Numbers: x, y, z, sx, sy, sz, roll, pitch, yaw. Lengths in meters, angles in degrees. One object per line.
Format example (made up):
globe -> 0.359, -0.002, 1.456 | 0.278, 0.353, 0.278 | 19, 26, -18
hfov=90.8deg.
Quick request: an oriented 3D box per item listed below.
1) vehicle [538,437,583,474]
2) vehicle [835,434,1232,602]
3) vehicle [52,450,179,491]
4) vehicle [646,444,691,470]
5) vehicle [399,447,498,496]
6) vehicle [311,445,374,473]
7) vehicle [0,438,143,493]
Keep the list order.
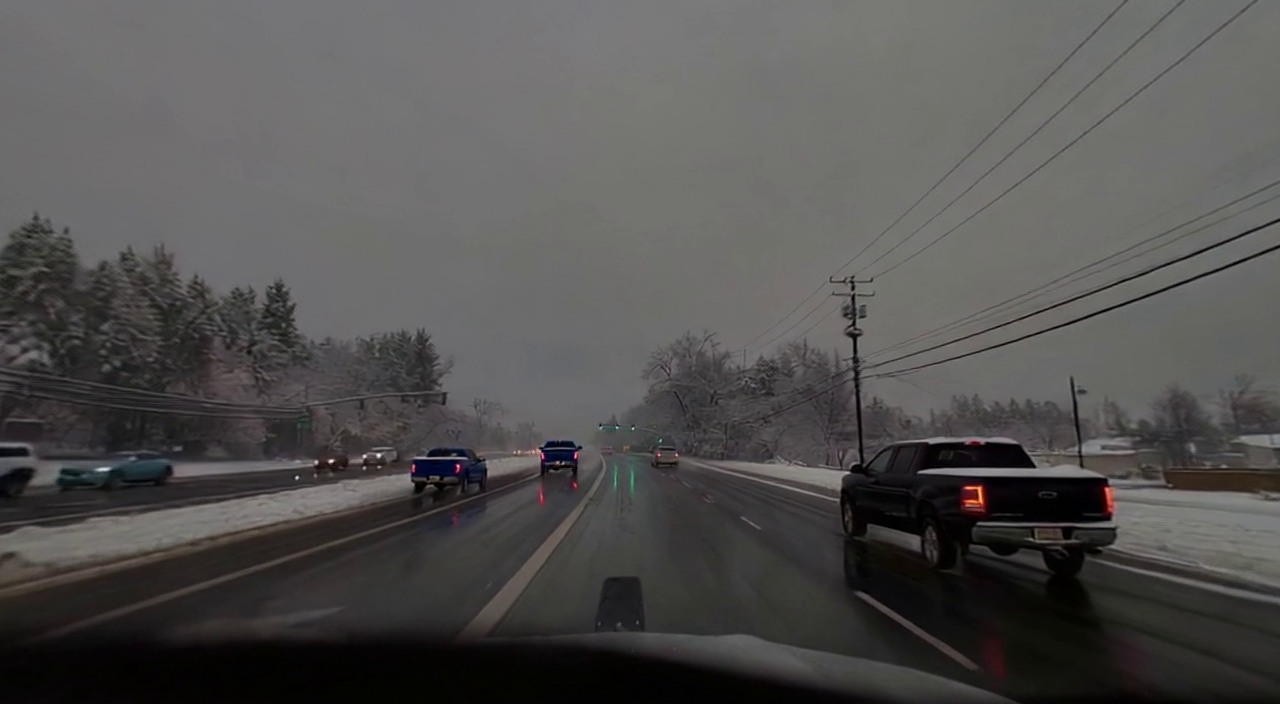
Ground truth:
vehicle -> -4.701, 6.176, 37.912 | 2.467, 1.991, 6.089 | 1, -9, -6
vehicle -> 4.150, 1.788, 7.843 | 1.840, 1.428, 4.602 | 0, -8, -2
vehicle -> -24.165, 5.425, 29.408 | 1.915, 1.689, 4.640 | 0, -8, 0
vehicle -> 1.614, 6.268, 37.901 | 2.071, 1.435, 4.226 | 1, -9, -6
vehicle -> -6.430, 4.042, 21.854 | 2.035, 1.497, 4.723 | 0, -8, -1
vehicle -> -21.283, 7.650, 45.457 | 2.071, 1.925, 5.206 | 0, -8, -1
vehicle -> -28.535, 5.366, 29.895 | 2.960, 2.287, 8.741 | -1, -10, 0
